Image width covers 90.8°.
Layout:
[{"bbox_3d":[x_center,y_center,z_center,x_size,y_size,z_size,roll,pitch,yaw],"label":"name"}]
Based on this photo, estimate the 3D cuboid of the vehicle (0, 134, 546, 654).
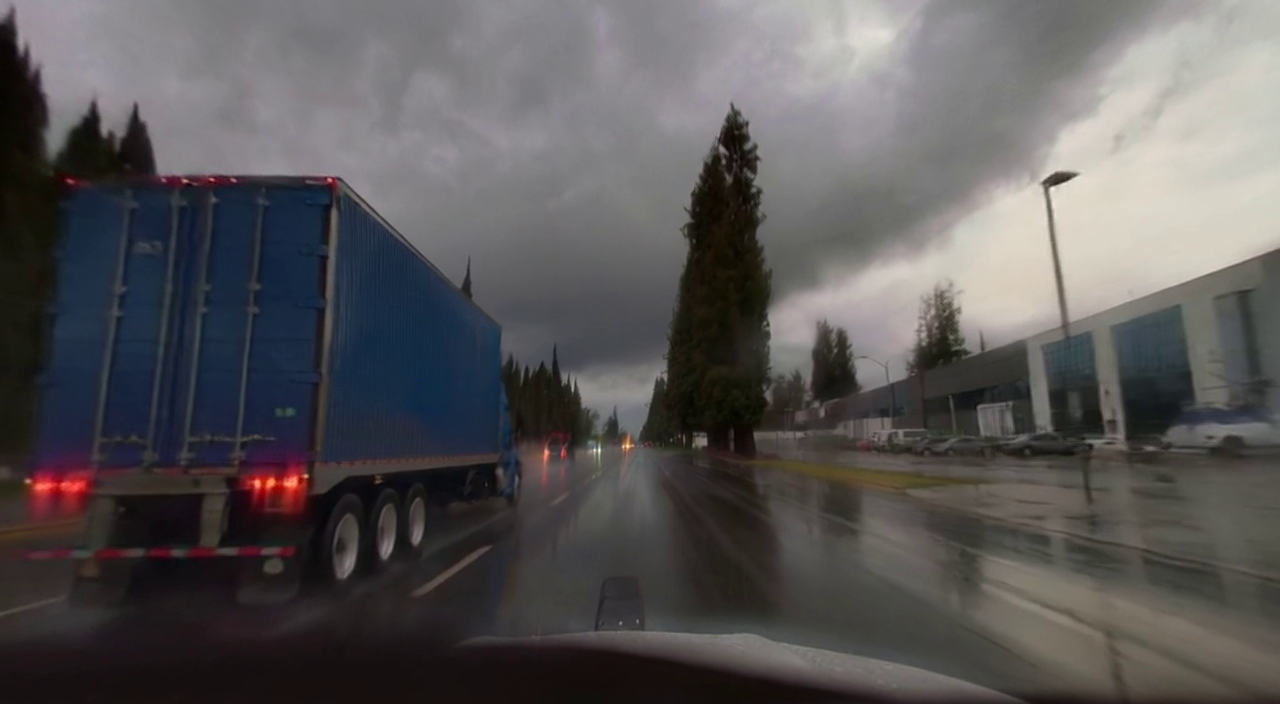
[{"bbox_3d":[-3.404,0.799,8.315,2.910,3.419,8.376,0,-8,1],"label":"vehicle"}]
